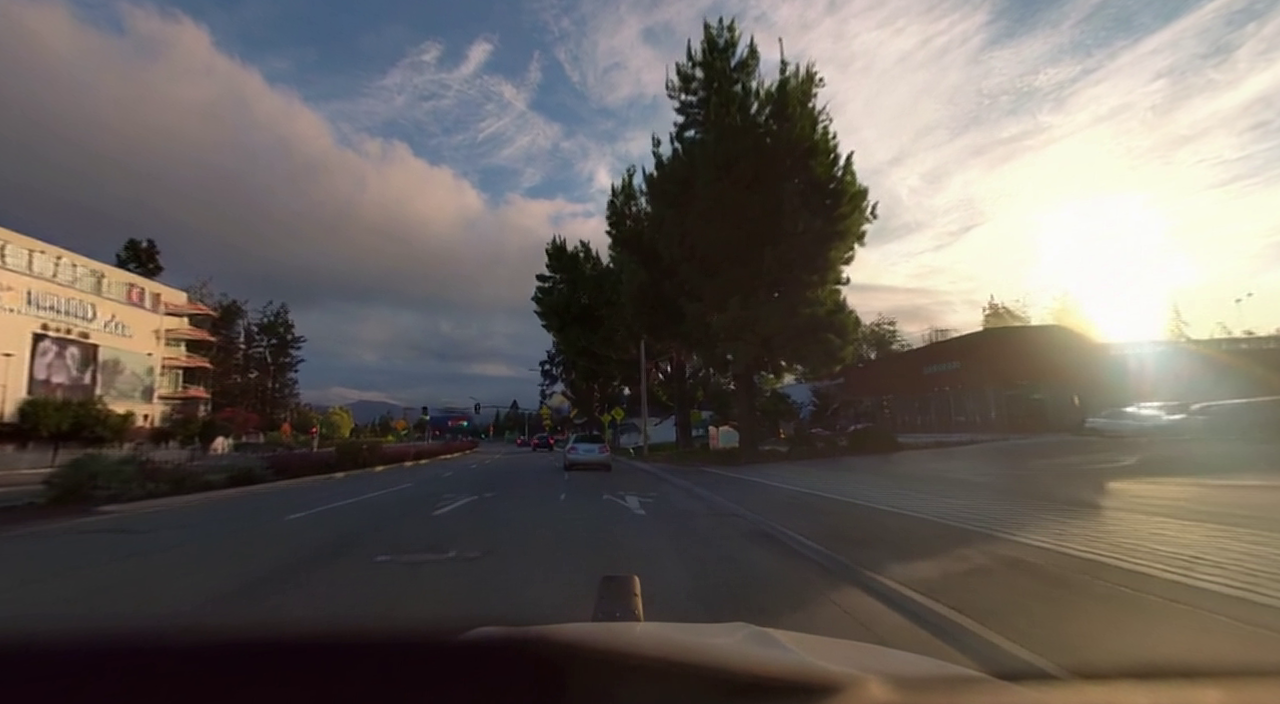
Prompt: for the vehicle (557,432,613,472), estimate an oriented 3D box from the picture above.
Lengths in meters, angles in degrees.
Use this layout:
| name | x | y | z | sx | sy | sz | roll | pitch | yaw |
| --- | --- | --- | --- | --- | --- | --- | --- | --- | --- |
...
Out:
| name | x | y | z | sx | sy | sz | roll | pitch | yaw |
| --- | --- | --- | --- | --- | --- | --- | --- | --- | --- |
| vehicle | -2.512 | 4.360 | 27.739 | 2.231 | 1.572 | 4.227 | 1 | -8 | -8 |
